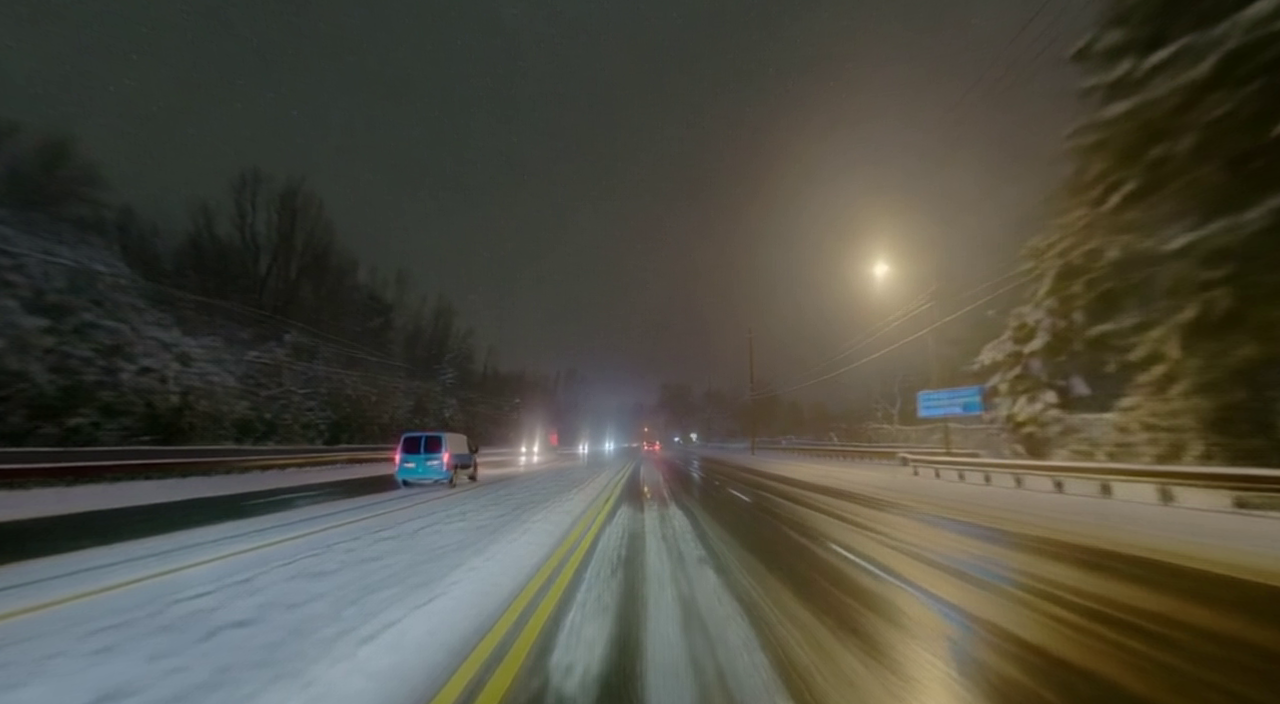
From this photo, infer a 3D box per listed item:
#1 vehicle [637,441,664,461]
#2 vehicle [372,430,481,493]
[{"bbox_3d":[0.855,7.798,49.658,2.061,1.469,3.782,0,-8,1],"label":"vehicle"},{"bbox_3d":[-7.059,3.663,21.399,2.068,1.897,4.372,0,-8,1],"label":"vehicle"}]
